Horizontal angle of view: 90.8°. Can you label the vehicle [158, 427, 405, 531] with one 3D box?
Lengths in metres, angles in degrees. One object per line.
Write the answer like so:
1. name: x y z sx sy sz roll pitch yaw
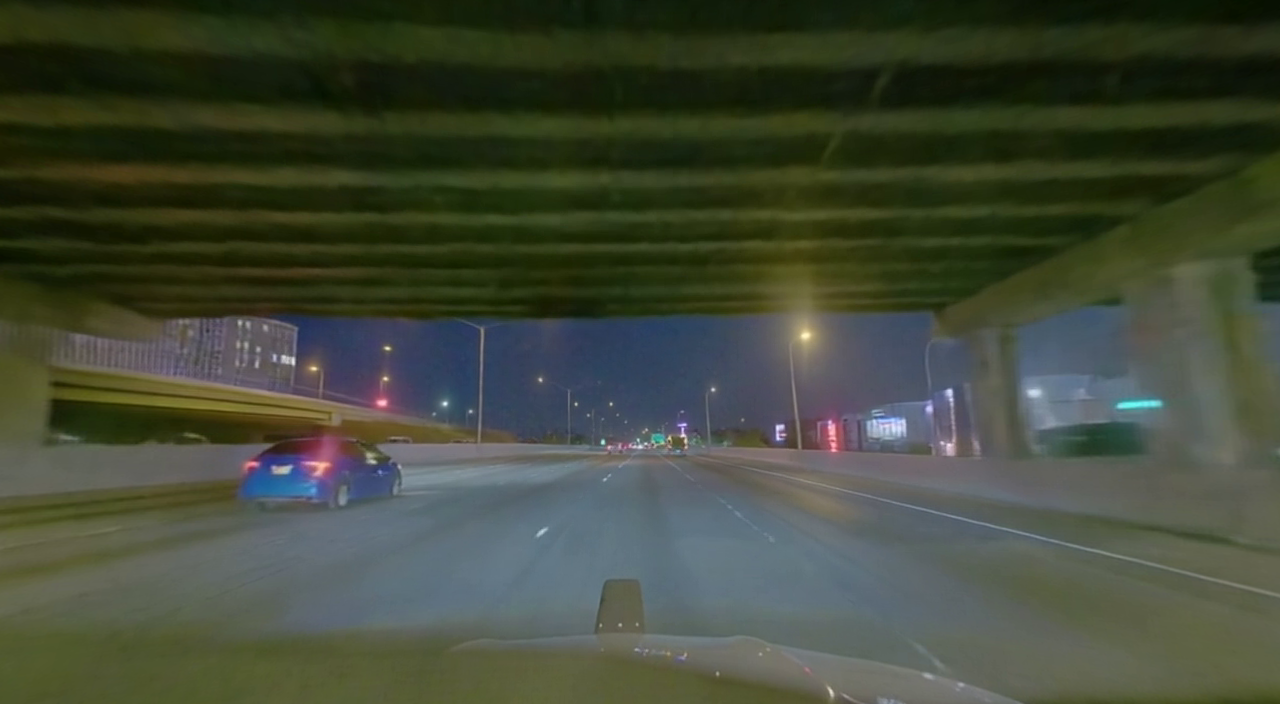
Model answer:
1. vehicle: -6.153 2.212 11.608 1.990 1.529 4.288 0 -8 0
